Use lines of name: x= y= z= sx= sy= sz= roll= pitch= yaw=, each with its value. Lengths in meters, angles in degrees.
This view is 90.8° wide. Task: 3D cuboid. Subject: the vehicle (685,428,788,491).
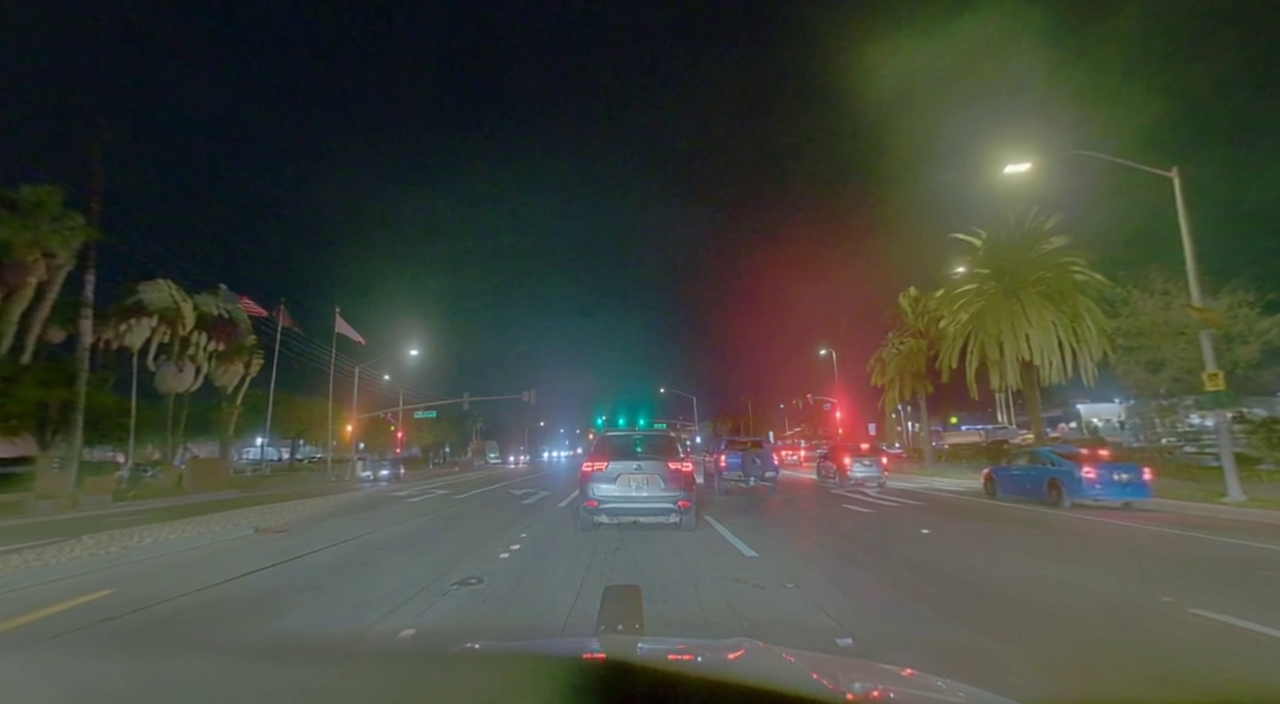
vehicle: x=3.329 y=3.928 z=23.507 sx=2.773 sy=2.021 sz=6.212 roll=0 pitch=-9 yaw=-1

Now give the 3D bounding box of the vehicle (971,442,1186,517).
vehicle: x=9.902 y=2.875 z=14.797 sx=1.967 sy=1.485 sz=4.267 roll=0 pitch=-9 yaw=1

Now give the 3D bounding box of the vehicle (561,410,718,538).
vehicle: x=-0.036 y=2.216 z=12.043 sx=2.402 sy=1.938 sz=4.535 roll=0 pitch=-9 yaw=-1

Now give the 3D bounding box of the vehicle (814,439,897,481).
vehicle: x=10.057 y=5.064 z=29.938 sx=2.155 sy=1.779 sz=4.582 roll=0 pitch=-9 yaw=-2

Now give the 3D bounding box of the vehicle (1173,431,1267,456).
vehicle: x=36.394 y=5.800 z=39.813 sx=1.839 sy=1.455 sz=4.395 roll=0 pitch=-9 yaw=2
